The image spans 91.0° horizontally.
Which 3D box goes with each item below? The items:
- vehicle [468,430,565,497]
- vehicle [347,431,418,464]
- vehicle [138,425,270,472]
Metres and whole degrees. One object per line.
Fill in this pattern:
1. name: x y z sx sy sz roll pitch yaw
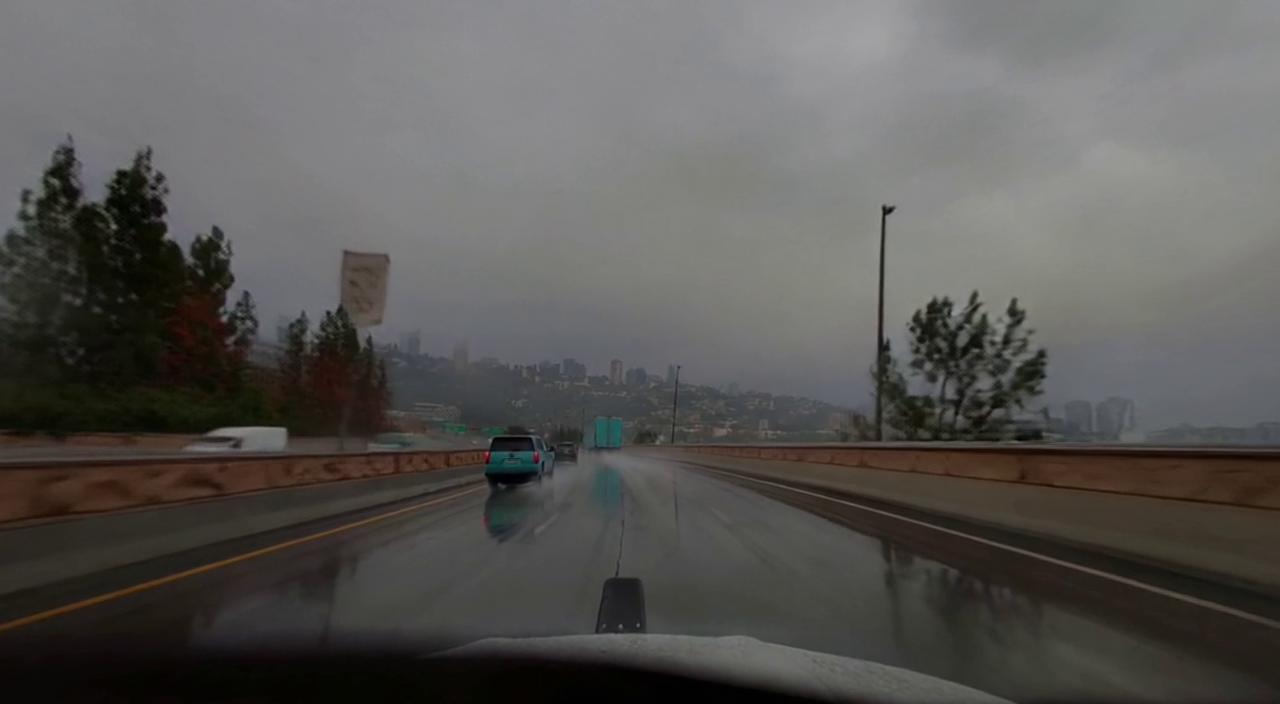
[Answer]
1. vehicle: -3.519 3.276 18.869 2.041 1.734 4.391 0 -9 -1
2. vehicle: -13.925 5.203 34.359 2.010 1.660 4.699 1 -9 -2
3. vehicle: -17.827 3.997 26.141 2.142 1.723 4.781 1 -9 -2
